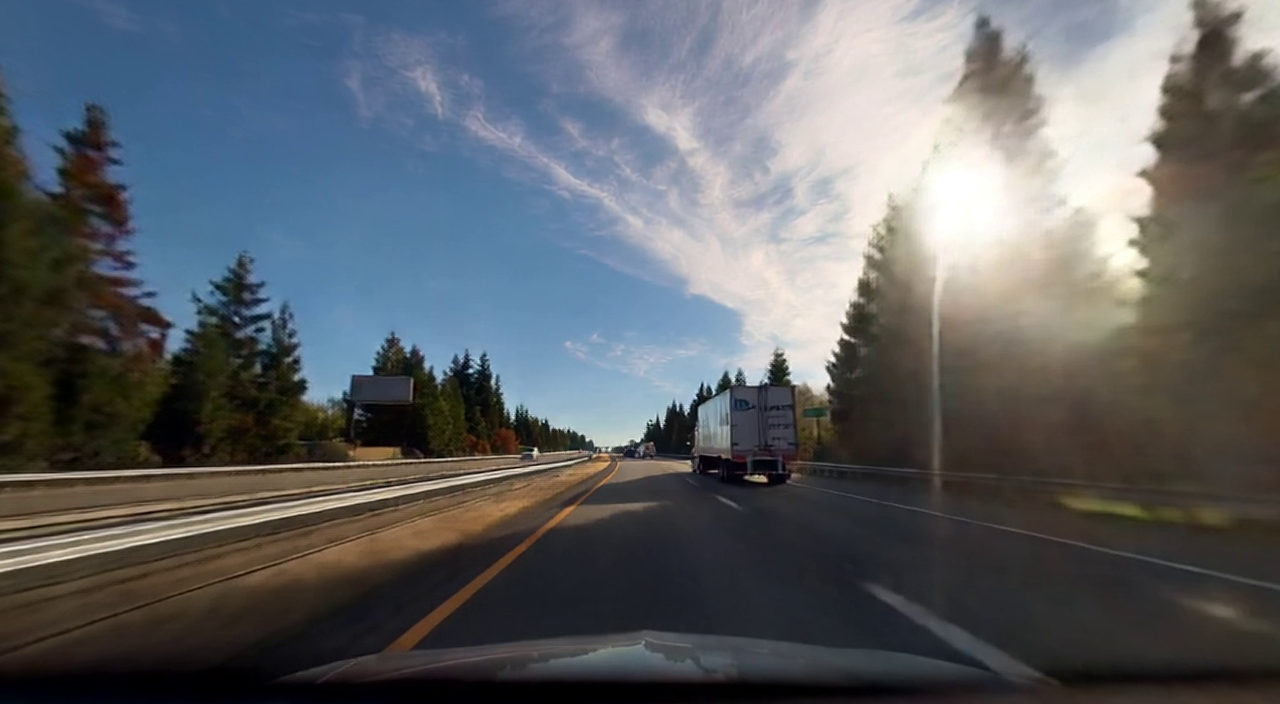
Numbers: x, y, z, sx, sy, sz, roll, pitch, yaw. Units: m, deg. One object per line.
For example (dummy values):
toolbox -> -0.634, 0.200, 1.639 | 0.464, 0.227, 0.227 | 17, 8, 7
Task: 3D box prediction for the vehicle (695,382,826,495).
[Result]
vehicle -> 4.175, 3.526, 25.042 | 2.876, 3.419, 11.591 | 0, -9, 0
